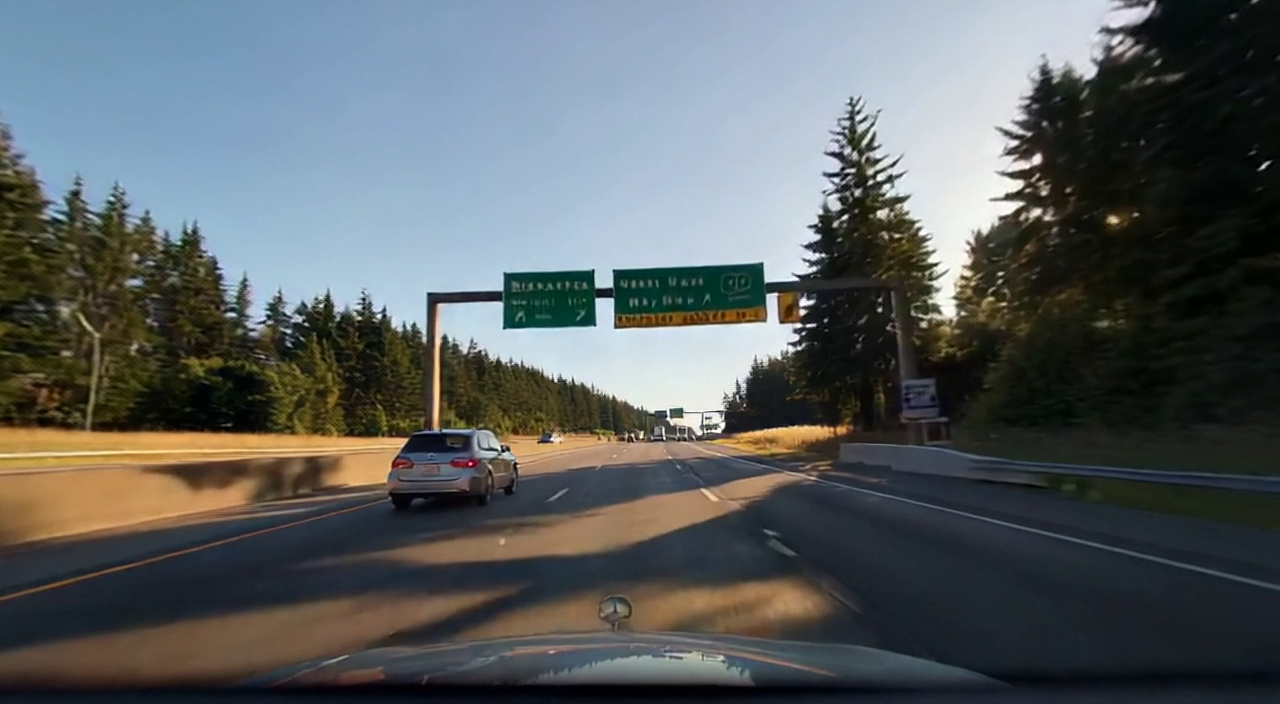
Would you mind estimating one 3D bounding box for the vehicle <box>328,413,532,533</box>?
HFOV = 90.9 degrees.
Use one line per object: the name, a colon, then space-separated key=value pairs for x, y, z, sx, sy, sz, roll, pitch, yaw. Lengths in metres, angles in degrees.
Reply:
vehicle: x=-3.281 y=1.966 z=10.876 sx=2.084 sy=1.654 sz=4.080 roll=0 pitch=-8 yaw=0
